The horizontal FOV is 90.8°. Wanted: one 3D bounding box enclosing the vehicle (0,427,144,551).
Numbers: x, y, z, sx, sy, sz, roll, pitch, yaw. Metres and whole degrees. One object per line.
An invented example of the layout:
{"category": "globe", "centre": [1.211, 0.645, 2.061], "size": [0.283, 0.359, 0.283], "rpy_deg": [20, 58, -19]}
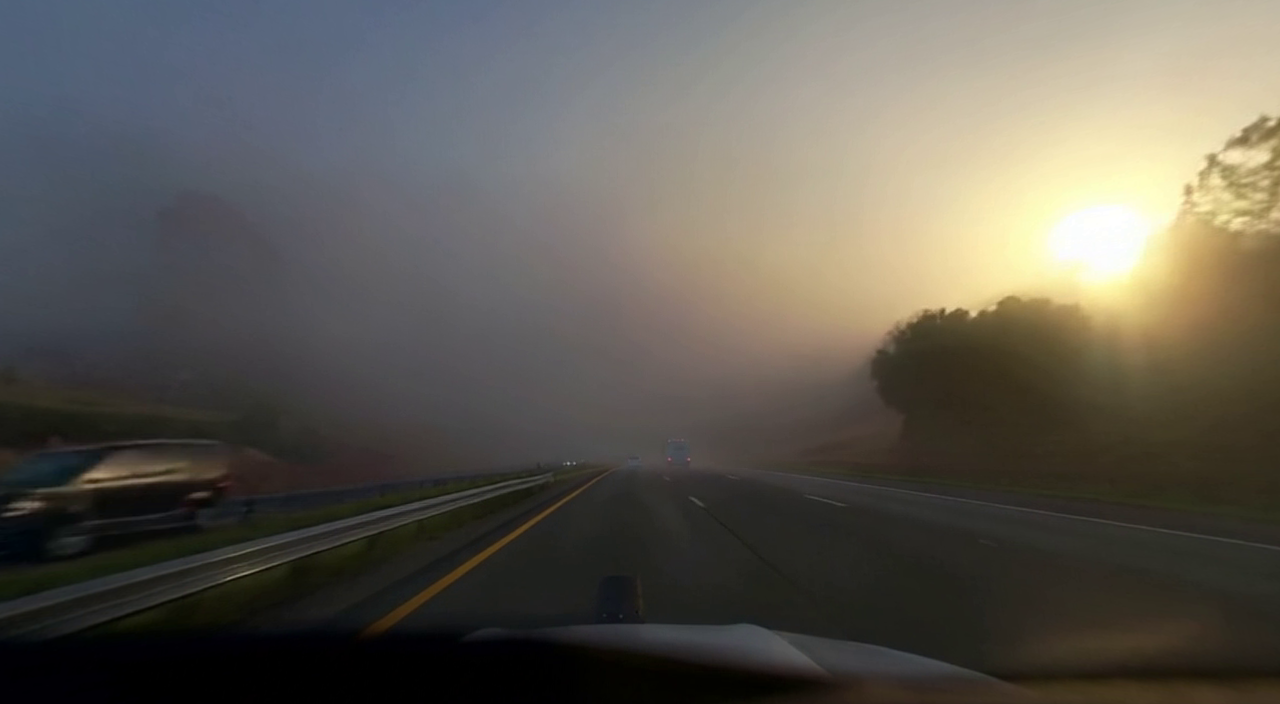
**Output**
{"category": "vehicle", "centre": [-9.765, 1.859, 8.548], "size": [2.173, 1.668, 4.848], "rpy_deg": [0, -9, -1]}
